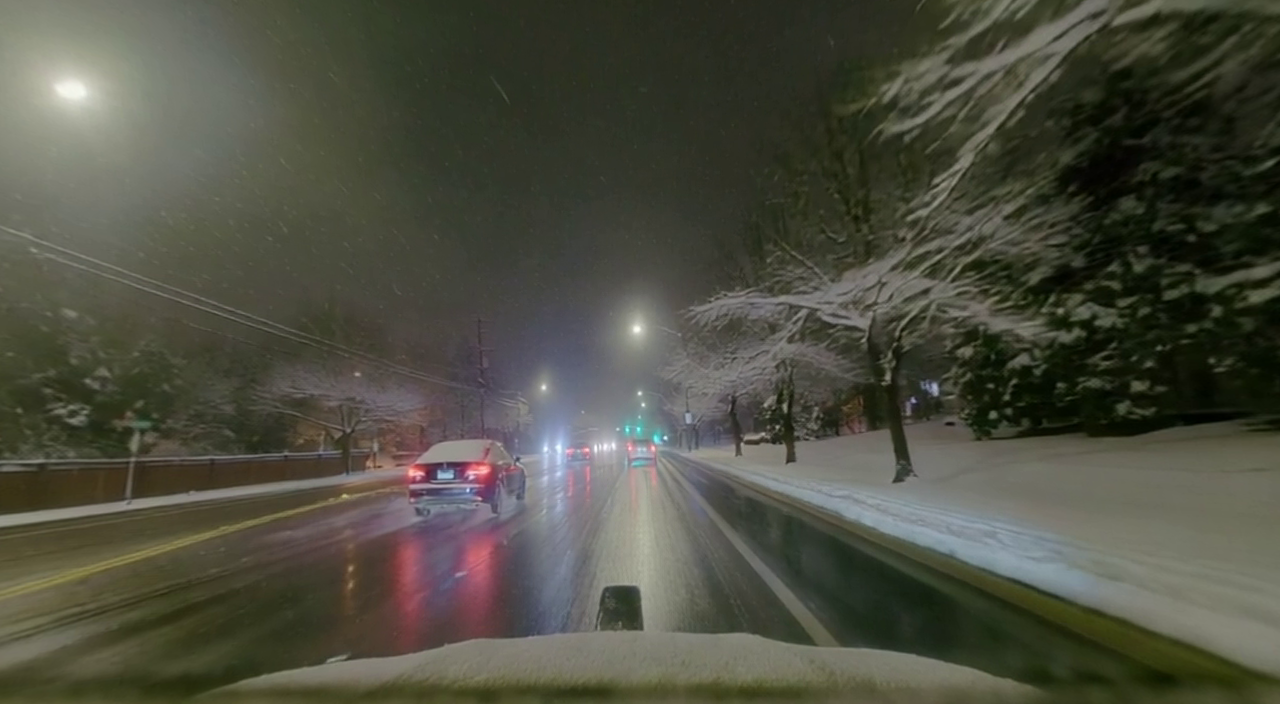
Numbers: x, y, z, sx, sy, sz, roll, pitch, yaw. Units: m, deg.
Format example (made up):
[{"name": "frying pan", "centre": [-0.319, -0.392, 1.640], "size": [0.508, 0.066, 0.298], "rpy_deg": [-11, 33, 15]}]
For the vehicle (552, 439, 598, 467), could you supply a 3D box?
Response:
[{"name": "vehicle", "centre": [-3.573, 5.643, 35.365], "size": [2.114, 1.500, 3.912], "rpy_deg": [0, -8, 0]}]

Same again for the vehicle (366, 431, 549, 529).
[{"name": "vehicle", "centre": [-3.078, 2.260, 11.761], "size": [2.030, 1.467, 4.403], "rpy_deg": [0, -8, 1]}]

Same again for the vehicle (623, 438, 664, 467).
[{"name": "vehicle", "centre": [0.177, 5.390, 33.879], "size": [2.065, 1.456, 4.099], "rpy_deg": [0, -8, 0]}]
